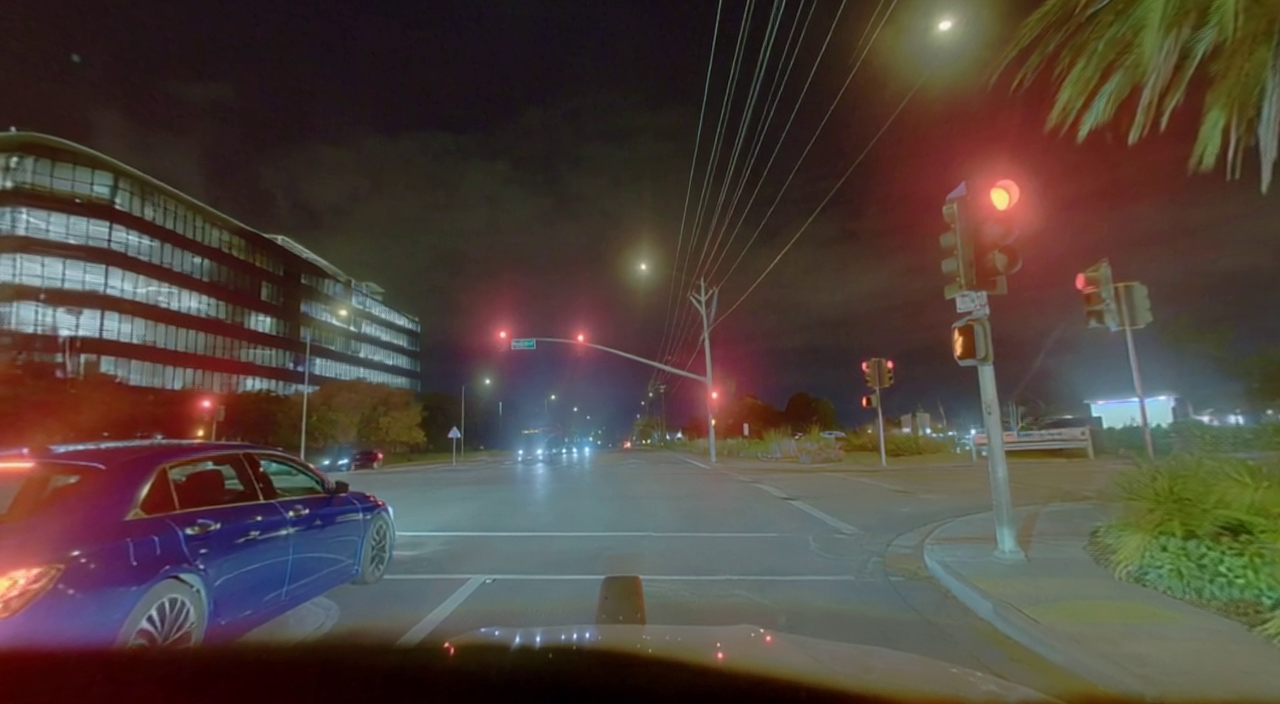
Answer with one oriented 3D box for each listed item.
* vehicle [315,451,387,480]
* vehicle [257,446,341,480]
[{"bbox_3d":[-15.344,6.023,33.684,1.875,1.389,3.784,0,-9,3],"label":"vehicle"},{"bbox_3d":[-19.062,6.208,35.501,2.017,1.739,4.569,0,-9,2],"label":"vehicle"}]
